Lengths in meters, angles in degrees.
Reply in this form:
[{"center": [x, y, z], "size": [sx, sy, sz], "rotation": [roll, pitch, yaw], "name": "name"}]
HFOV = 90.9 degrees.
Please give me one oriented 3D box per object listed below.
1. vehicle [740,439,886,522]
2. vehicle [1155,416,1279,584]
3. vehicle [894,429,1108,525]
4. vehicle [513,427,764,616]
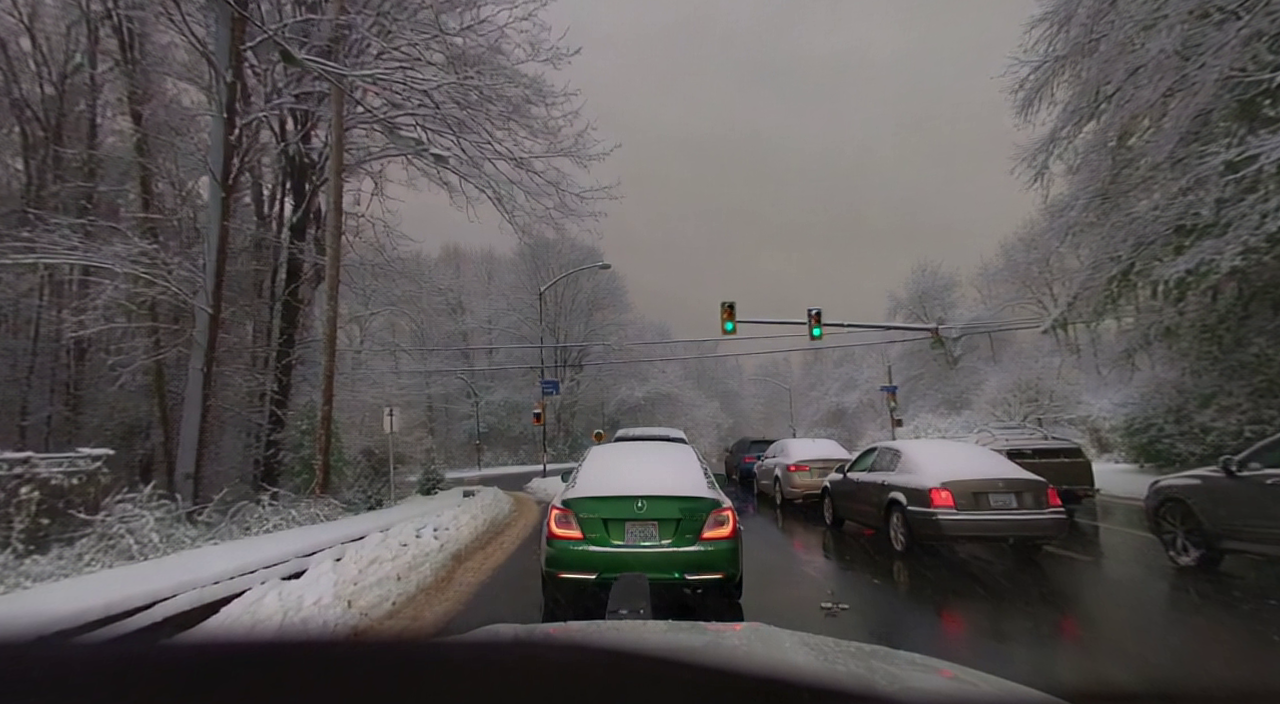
[{"center": [3.538, 2.716, 13.830], "size": [1.934, 1.494, 4.446], "rotation": [0, -9, 0], "name": "vehicle"}, {"center": [6.927, 1.339, 5.582], "size": [1.783, 1.572, 3.421], "rotation": [0, -9, 1], "name": "vehicle"}, {"center": [7.015, 2.464, 12.891], "size": [1.923, 1.611, 4.094], "rotation": [0, -9, 0], "name": "vehicle"}, {"center": [0.008, 1.680, 7.100], "size": [2.015, 1.502, 3.898], "rotation": [0, -9, 1], "name": "vehicle"}]
